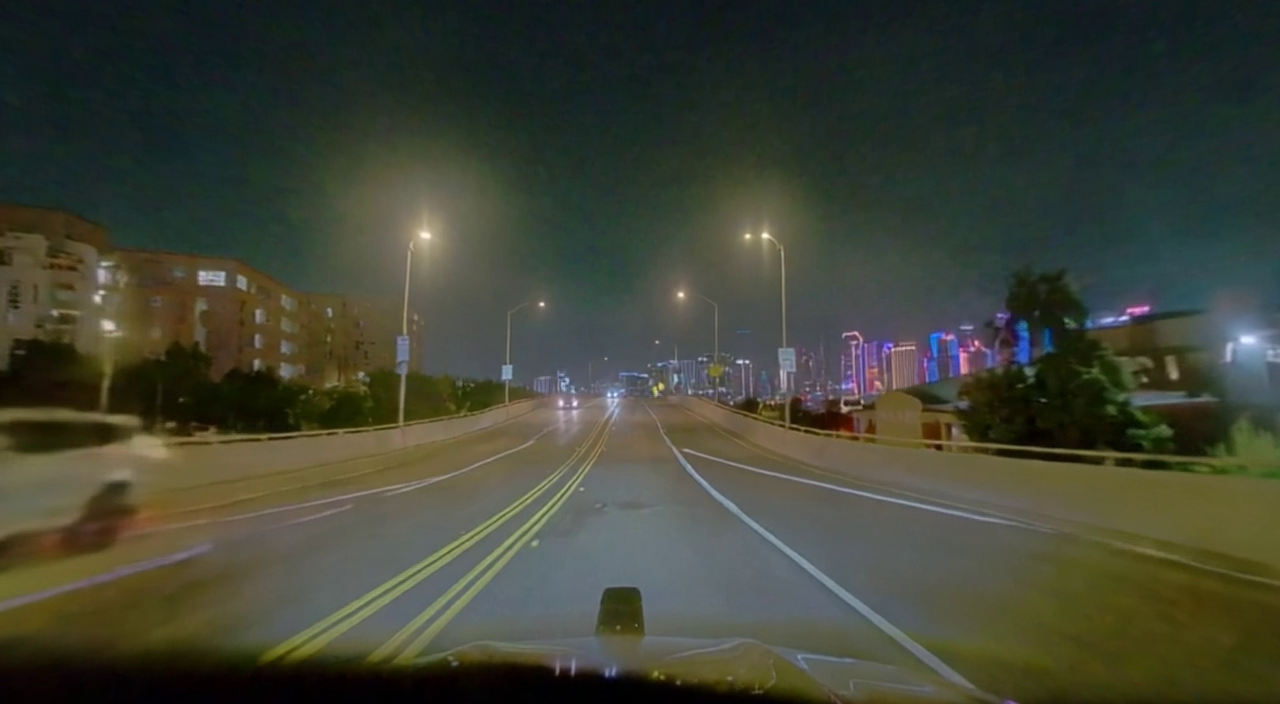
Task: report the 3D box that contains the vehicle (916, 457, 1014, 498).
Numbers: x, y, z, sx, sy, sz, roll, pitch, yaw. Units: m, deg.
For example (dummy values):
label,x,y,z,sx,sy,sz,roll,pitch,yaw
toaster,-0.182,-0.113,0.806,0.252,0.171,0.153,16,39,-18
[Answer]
label,x,y,z,sx,sy,sz,roll,pitch,yaw
vehicle,13.854,5.338,27.213,1.809,1.497,3.837,-1,-9,-6

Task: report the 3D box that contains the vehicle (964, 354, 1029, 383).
label,x,y,z,sx,sy,sz,roll,pitch,yaw
vehicle,26.851,1.247,47.666,3.698,1.510,1.672,-5,-14,-2

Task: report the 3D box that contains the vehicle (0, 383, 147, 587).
label,x,y,z,sx,sy,sz,roll,pitch,yaw
vehicle,-6.668,1.072,4.891,2.175,1.771,4.352,0,-8,-1

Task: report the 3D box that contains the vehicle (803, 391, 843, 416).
label,x,y,z,sx,sy,sz,roll,pitch,yaw
vehicle,13.751,3.916,47.637,1.779,1.489,3.734,2,-9,-2
